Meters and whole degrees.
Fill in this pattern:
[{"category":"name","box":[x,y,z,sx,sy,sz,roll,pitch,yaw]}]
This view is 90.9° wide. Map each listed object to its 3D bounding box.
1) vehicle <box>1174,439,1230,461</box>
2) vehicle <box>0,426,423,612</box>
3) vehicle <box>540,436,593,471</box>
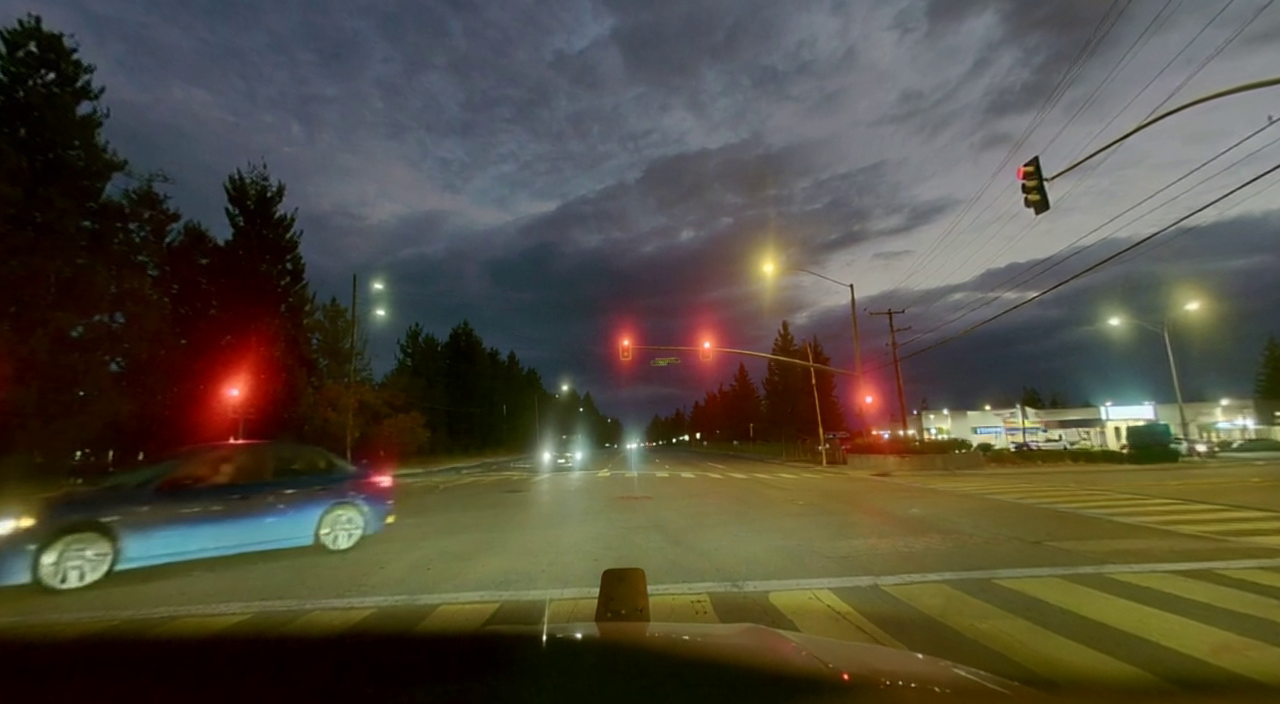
[{"category":"vehicle","box":[42.835,7.459,48.008,4.133,1.561,1.824,5,-10,-29]},{"category":"vehicle","box":[-5.040,1.728,7.534,1.877,1.523,4.377,-5,-10,31]},{"category":"vehicle","box":[-3.661,5.167,32.241,2.140,1.638,4.259,0,-8,0]}]
